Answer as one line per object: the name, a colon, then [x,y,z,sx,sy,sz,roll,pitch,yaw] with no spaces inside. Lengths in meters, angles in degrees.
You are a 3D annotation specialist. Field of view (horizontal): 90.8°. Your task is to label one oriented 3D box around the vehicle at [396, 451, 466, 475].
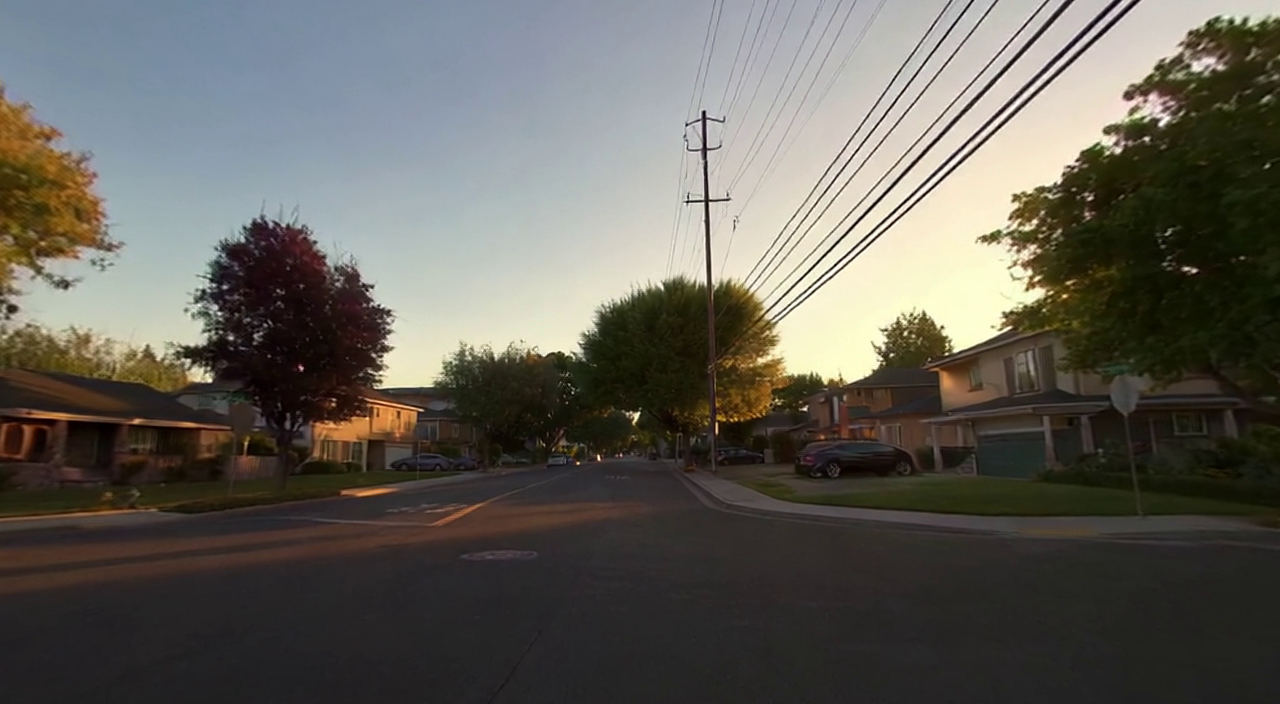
vehicle: [-15.672,8.336,47.487,4.500,1.714,1.924,-1,-9,6]
